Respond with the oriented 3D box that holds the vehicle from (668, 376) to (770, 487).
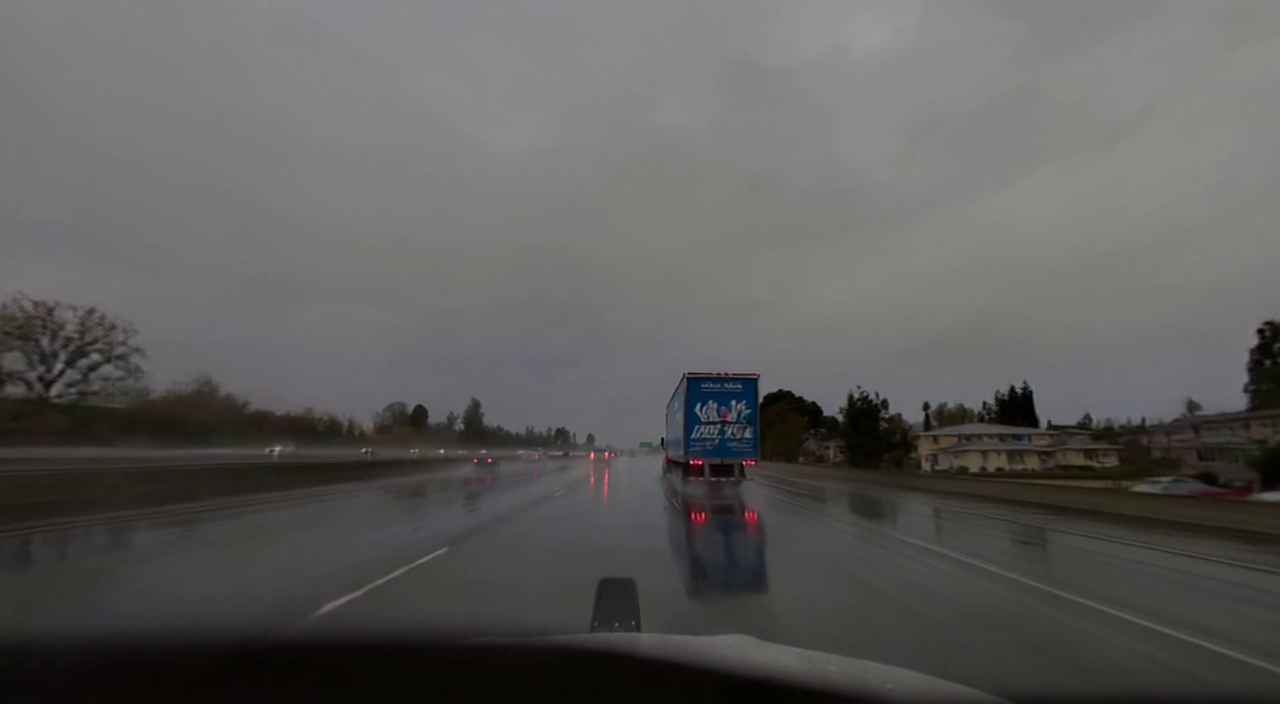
[{"bbox_3d":[3.251,4.098,31.162,3.140,4.100,15.551,0,-9,0],"label":"vehicle"}]
